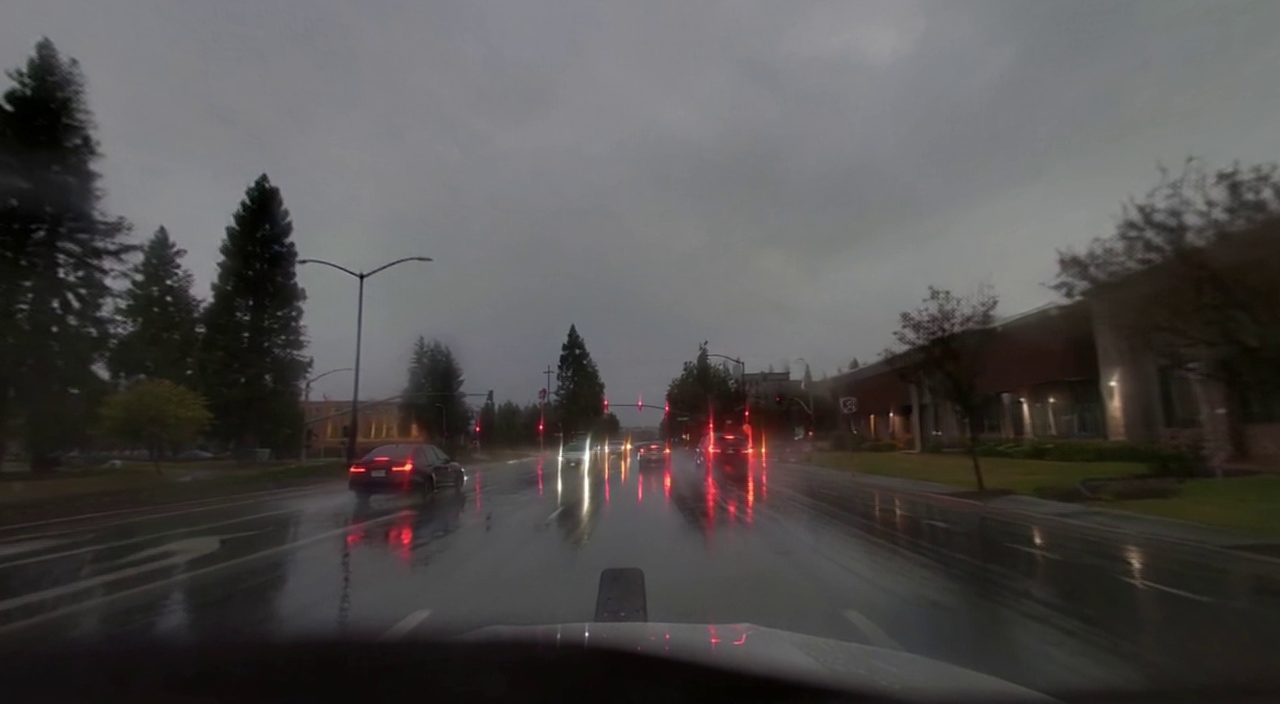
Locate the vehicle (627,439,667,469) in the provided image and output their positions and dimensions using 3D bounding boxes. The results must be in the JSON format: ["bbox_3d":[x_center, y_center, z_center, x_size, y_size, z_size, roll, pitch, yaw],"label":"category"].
[{"bbox_3d":[0.348,5.405,33.486,2.021,1.461,3.862,0,-8,0],"label":"vehicle"}]

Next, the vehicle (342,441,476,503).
[{"bbox_3d":[-6.119,3.215,17.335,1.926,1.465,4.620,0,-8,0],"label":"vehicle"}]

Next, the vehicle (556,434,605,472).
[{"bbox_3d":[-2.863,4.972,31.093,1.912,1.703,4.261,0,-8,2],"label":"vehicle"}]

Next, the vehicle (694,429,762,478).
[{"bbox_3d":[3.533,4.200,26.217,2.141,1.833,4.704,0,-8,0],"label":"vehicle"}]
